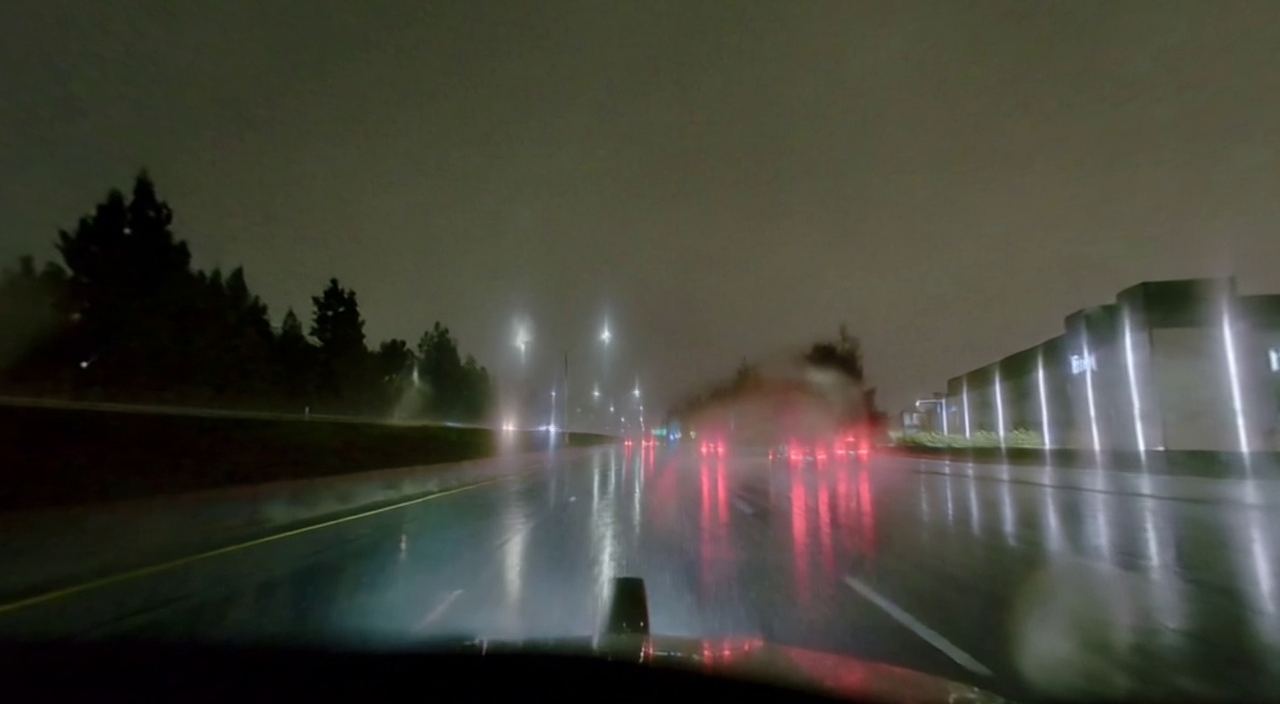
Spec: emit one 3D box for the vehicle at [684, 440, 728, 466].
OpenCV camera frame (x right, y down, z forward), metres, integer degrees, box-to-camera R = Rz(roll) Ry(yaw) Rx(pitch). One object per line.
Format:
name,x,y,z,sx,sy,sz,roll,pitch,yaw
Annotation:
vehicle,3.799,5.898,37.058,2.069,1.431,4.313,0,-8,-1
